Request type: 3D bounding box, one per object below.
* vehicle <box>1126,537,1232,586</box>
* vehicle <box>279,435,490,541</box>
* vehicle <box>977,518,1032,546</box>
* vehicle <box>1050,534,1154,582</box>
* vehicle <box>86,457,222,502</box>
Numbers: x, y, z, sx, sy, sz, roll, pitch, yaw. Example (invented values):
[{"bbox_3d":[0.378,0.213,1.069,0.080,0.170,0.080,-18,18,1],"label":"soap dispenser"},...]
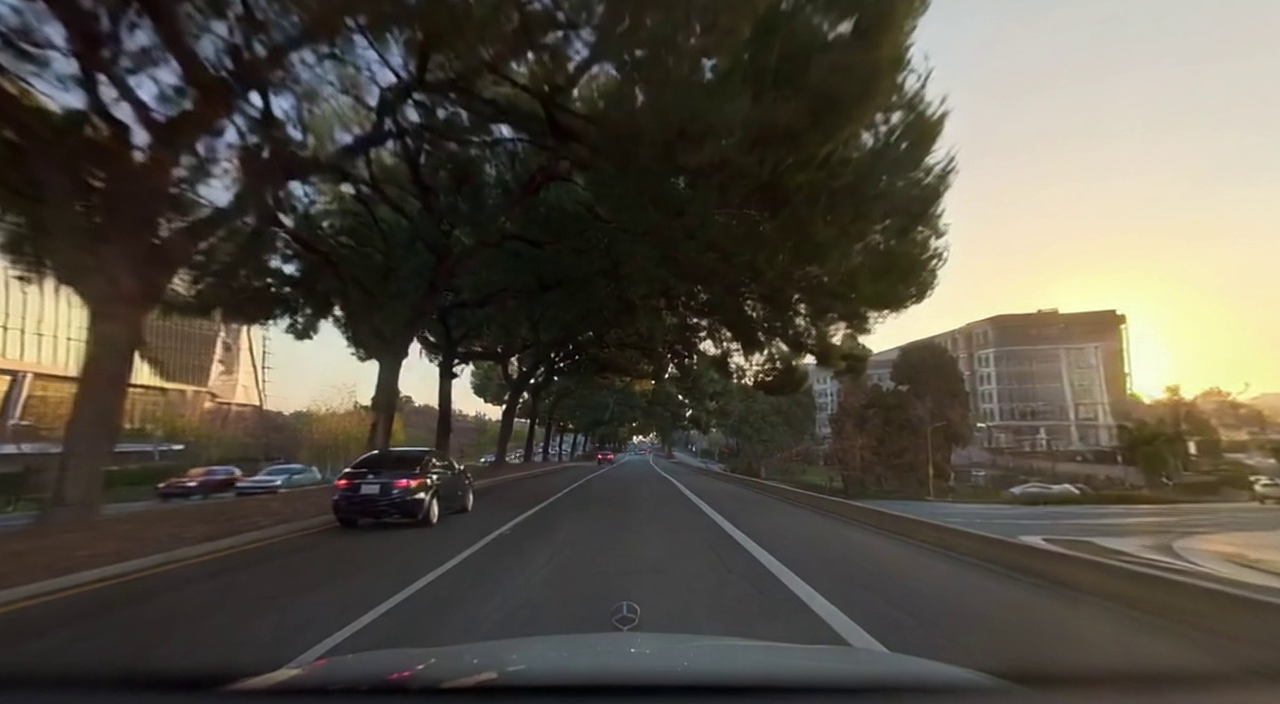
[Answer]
[{"bbox_3d":[26.541,10.320,31.298,1.914,1.715,3.814,-1,-9,2],"label":"vehicle"},{"bbox_3d":[-4.323,2.337,11.664,1.936,1.536,4.627,0,-8,0],"label":"vehicle"},{"bbox_3d":[27.121,13.379,47.102,1.685,1.470,4.006,0,-8,0],"label":"vehicle"},{"bbox_3d":[23.952,10.658,32.994,1.993,1.688,4.523,1,-9,0],"label":"vehicle"},{"bbox_3d":[-21.073,5.521,27.752,1.982,1.690,4.893,0,-8,1],"label":"vehicle"}]
